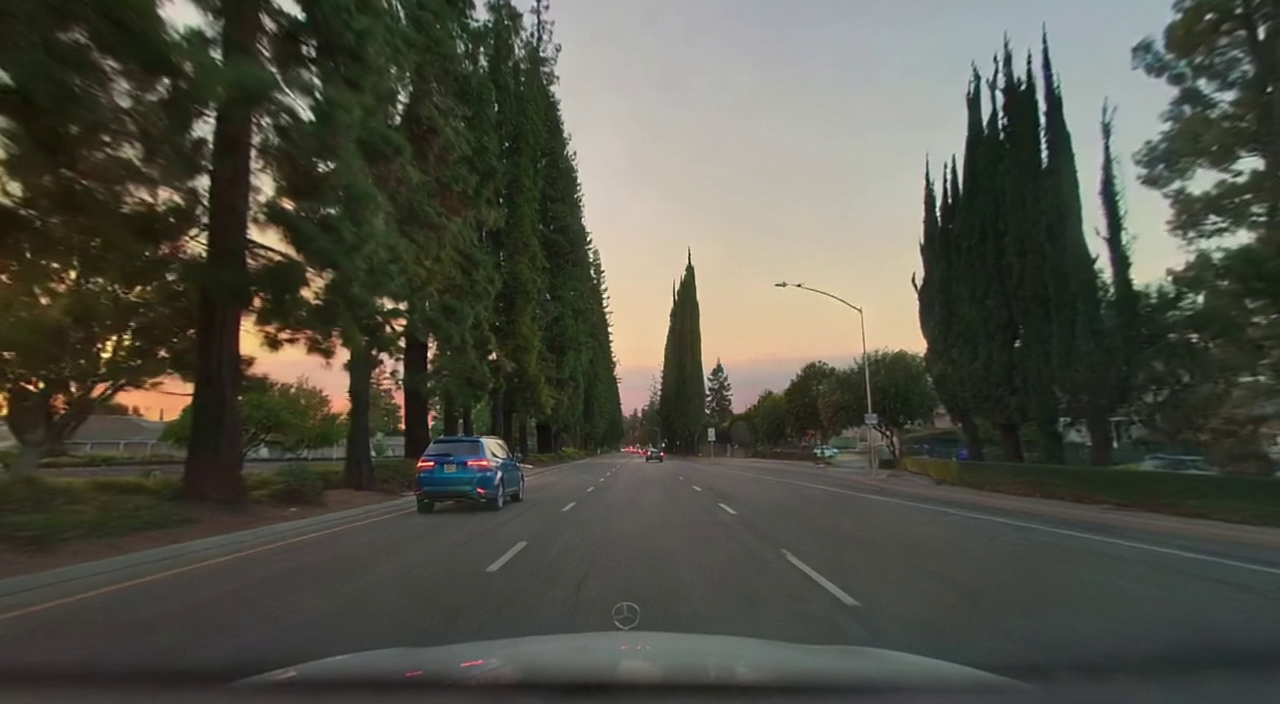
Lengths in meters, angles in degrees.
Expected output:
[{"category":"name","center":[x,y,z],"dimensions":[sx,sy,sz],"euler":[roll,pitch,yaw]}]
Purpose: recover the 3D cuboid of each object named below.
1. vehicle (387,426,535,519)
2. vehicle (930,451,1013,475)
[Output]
[{"category":"vehicle","center":[-3.772,2.614,14.253],"dimensions":[2.078,1.748,4.279],"euler":[0,-8,0]},{"category":"vehicle","center":[20.855,6.994,39.878],"dimensions":[4.145,1.418,1.988],"euler":[-1,-8,8]}]
